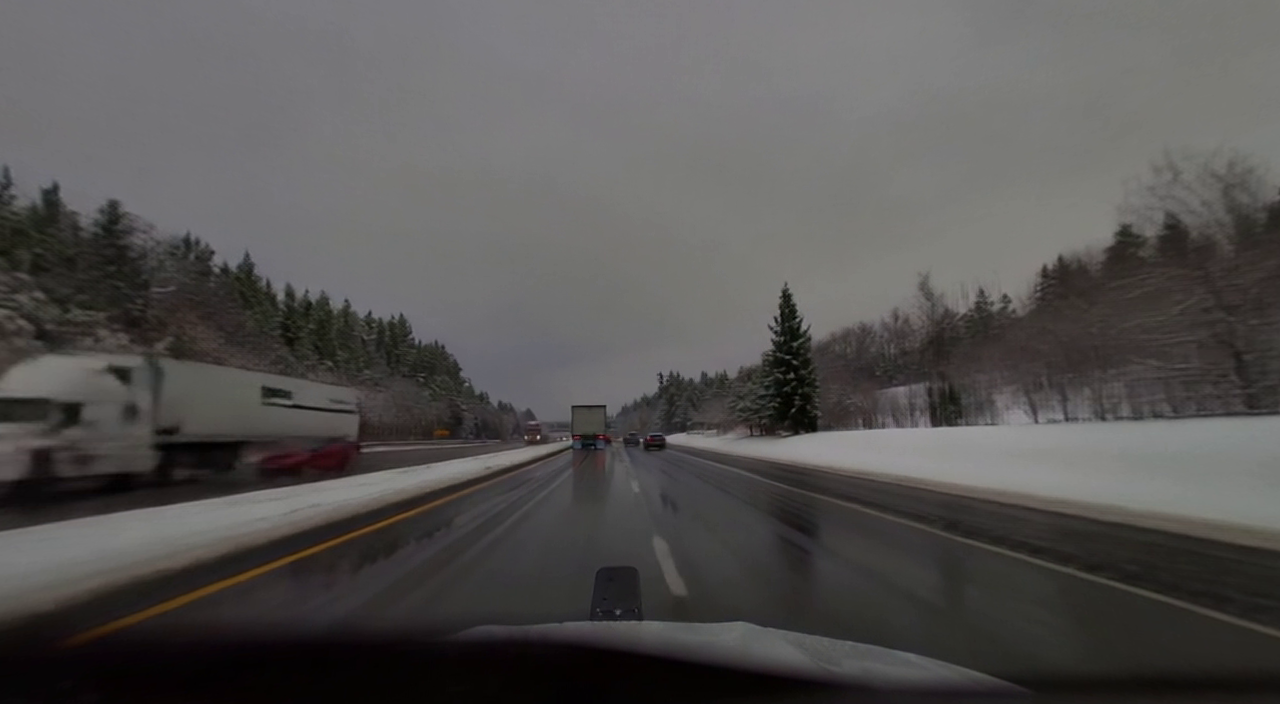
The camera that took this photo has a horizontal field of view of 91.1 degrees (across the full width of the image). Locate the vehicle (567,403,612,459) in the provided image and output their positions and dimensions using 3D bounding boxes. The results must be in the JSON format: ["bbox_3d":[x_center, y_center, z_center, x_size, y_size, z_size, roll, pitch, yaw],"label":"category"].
[{"bbox_3d":[-2.985,4.912,38.801,2.450,3.098,6.965,0,-8,-2],"label":"vehicle"}]

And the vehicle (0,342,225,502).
[{"bbox_3d":[-15.479,2.063,18.166,2.952,3.869,5.852,0,-8,-3],"label":"vehicle"}]
